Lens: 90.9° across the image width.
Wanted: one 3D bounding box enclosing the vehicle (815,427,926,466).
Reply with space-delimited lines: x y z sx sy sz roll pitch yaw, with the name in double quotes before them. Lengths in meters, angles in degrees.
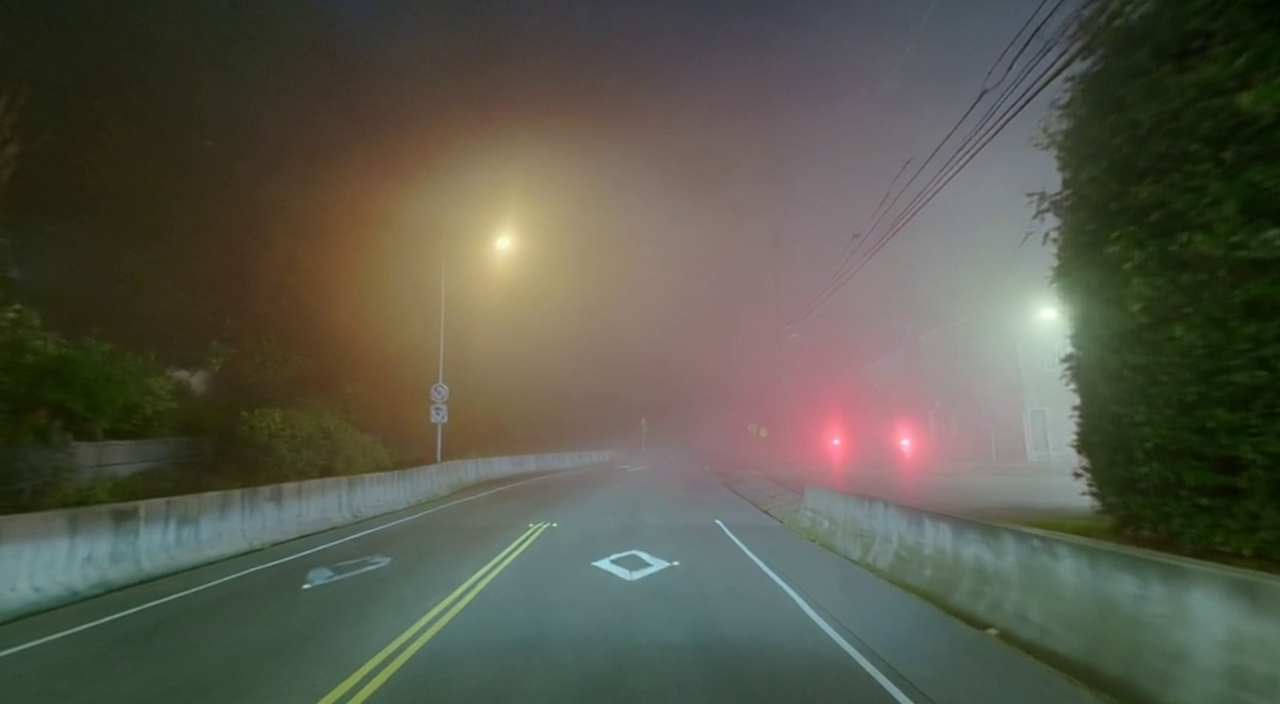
"vehicle" 10.989 4.532 30.308 4.614 1.764 1.860 -1 -9 5
